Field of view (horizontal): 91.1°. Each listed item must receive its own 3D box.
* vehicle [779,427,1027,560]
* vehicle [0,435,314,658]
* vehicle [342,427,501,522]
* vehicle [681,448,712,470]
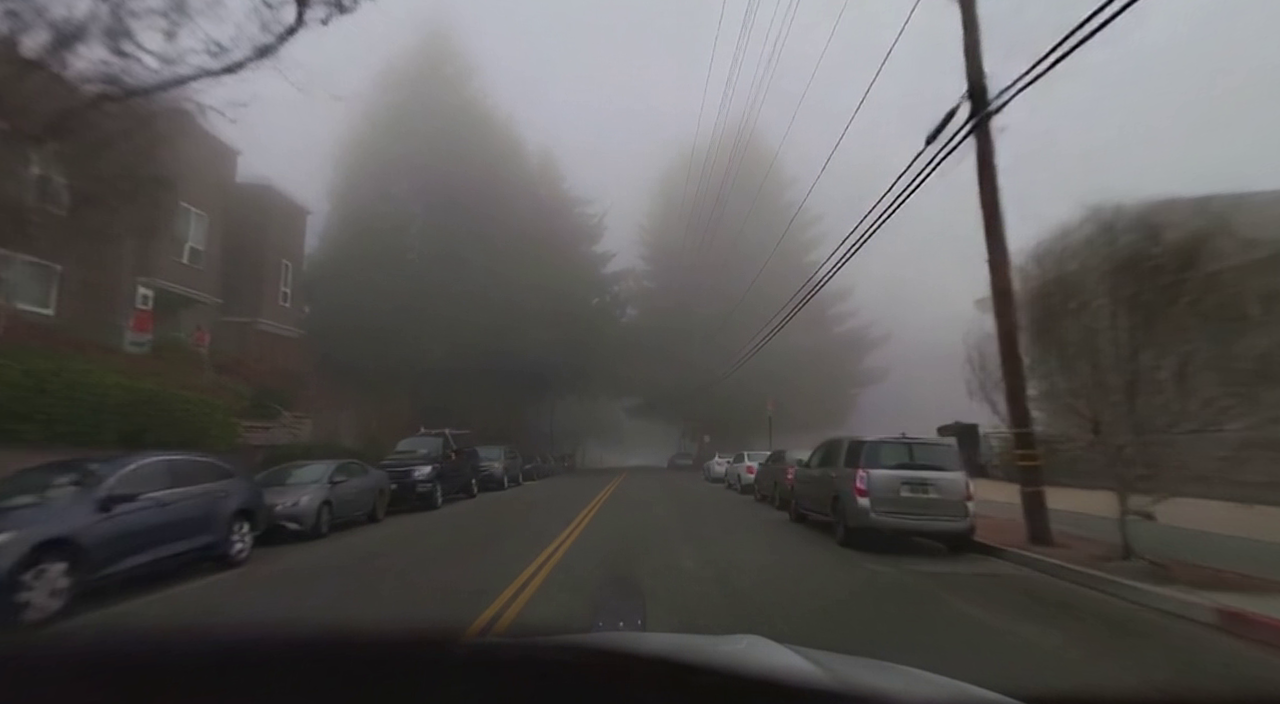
[{"bbox_3d":[3.957,2.200,10.499,2.328,1.730,4.225,0,-9,0],"label":"vehicle"},{"bbox_3d":[-6.093,1.859,7.102,2.247,1.698,4.944,-3,-7,-1],"label":"vehicle"},{"bbox_3d":[-6.039,3.379,18.432,2.376,2.219,6.021,-2,-7,2],"label":"vehicle"},{"bbox_3d":[4.242,8.116,47.775,1.883,1.527,3.828,0,-9,-1],"label":"vehicle"}]
